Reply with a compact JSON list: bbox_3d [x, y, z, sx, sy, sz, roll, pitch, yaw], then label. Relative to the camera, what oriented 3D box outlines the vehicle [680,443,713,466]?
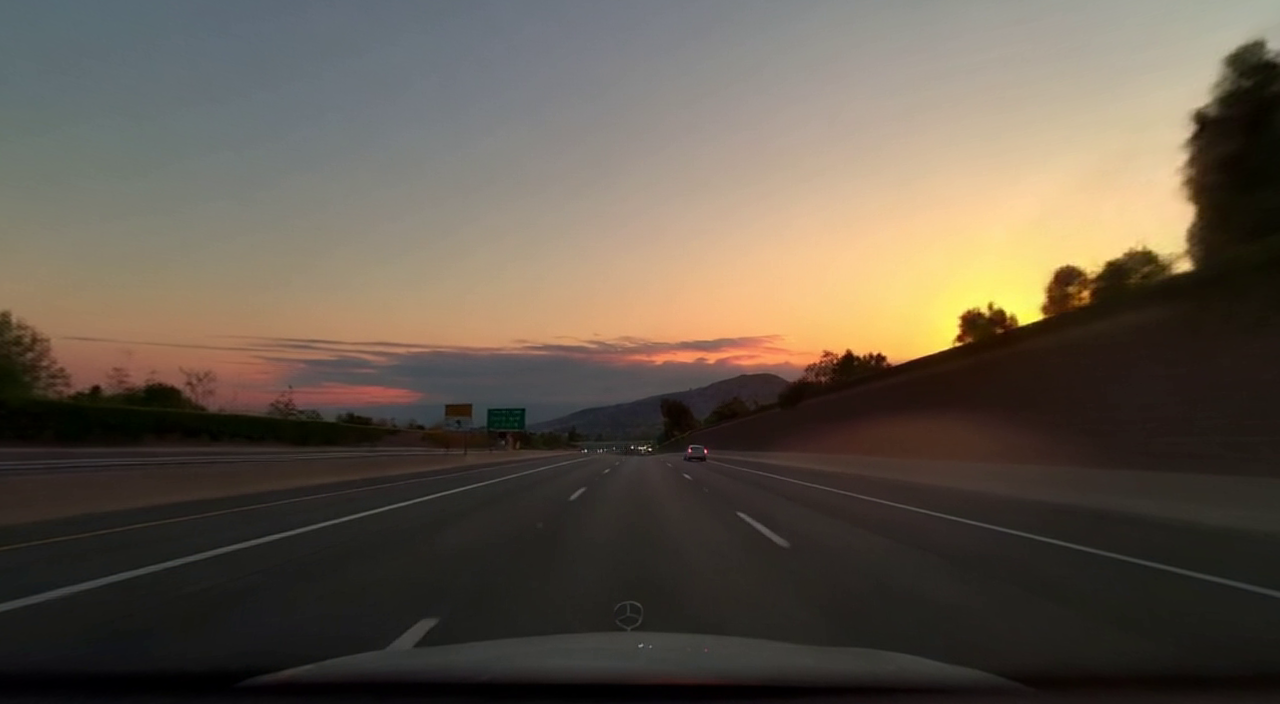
[{"bbox_3d":[4.079,7.419,45.826,2.003,1.520,4.058,0,-8,0],"label":"vehicle"}]
